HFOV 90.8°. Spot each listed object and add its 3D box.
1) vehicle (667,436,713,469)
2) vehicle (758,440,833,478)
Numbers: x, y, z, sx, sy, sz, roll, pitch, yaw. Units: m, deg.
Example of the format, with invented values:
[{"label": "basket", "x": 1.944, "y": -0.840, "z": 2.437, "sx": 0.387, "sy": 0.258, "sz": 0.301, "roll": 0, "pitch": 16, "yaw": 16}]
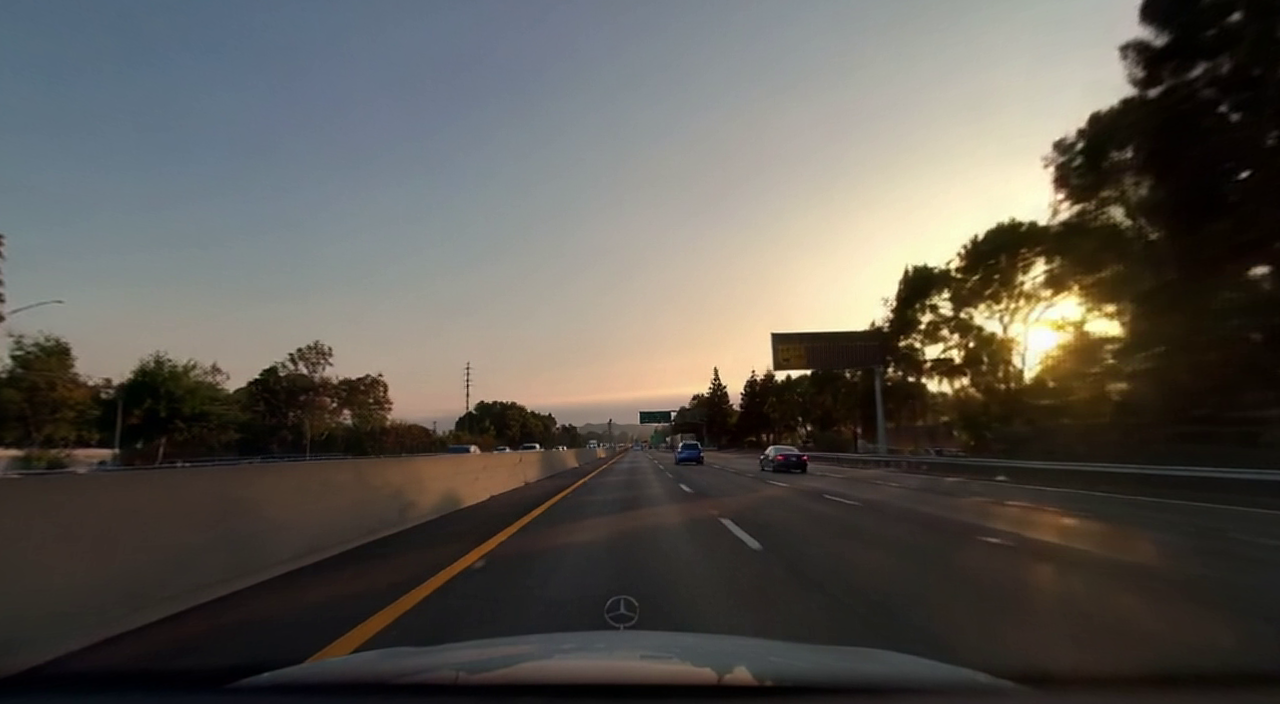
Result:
[{"label": "vehicle", "x": 2.870, "y": 5.940, "z": 37.538, "sx": 2.258, "sy": 1.824, "sz": 4.908, "roll": 0, "pitch": -9, "yaw": -1}, {"label": "vehicle", "x": 6.477, "y": 4.502, "z": 26.790, "sx": 2.009, "sy": 1.456, "sz": 4.097, "roll": 0, "pitch": -9, "yaw": -1}]
